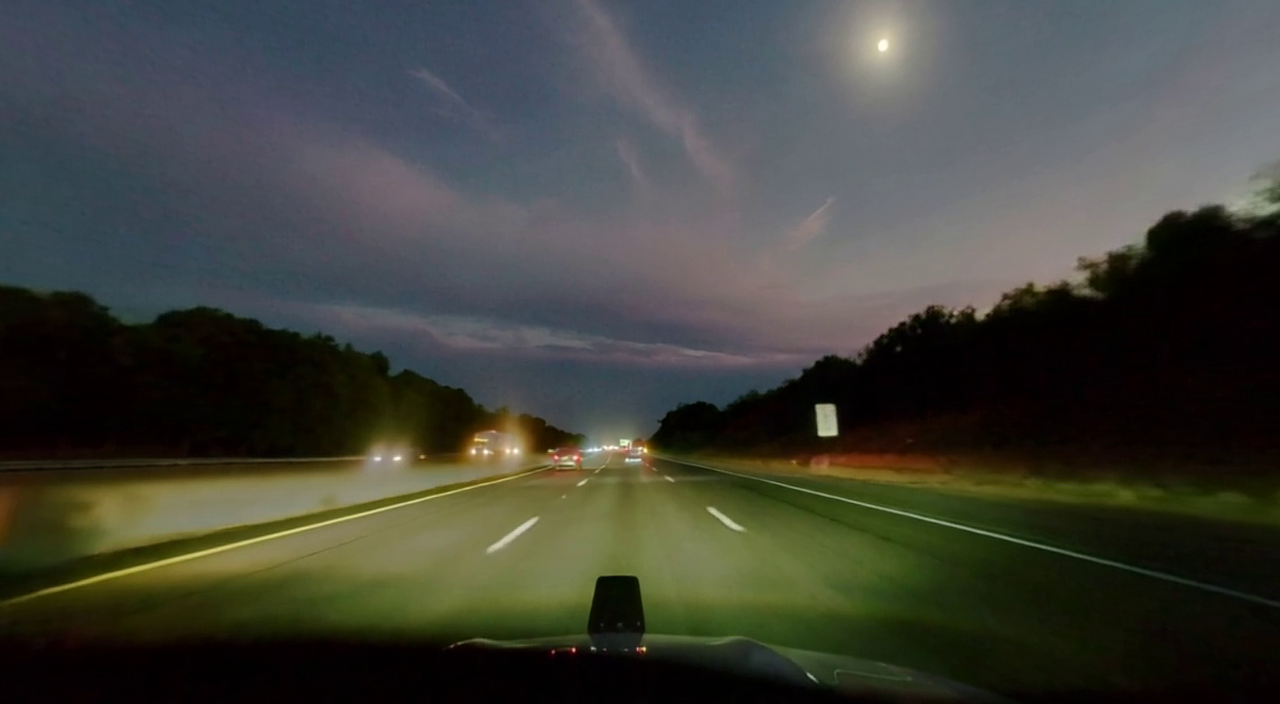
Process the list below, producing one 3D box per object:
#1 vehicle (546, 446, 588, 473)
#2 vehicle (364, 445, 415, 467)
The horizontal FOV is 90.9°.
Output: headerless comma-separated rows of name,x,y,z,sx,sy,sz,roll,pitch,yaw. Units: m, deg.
vehicle,-4.373,6.506,38.418,2.022,1.513,4.613,0,-9,0
vehicle,-17.704,7.374,44.763,1.871,1.500,4.448,0,-9,-1
